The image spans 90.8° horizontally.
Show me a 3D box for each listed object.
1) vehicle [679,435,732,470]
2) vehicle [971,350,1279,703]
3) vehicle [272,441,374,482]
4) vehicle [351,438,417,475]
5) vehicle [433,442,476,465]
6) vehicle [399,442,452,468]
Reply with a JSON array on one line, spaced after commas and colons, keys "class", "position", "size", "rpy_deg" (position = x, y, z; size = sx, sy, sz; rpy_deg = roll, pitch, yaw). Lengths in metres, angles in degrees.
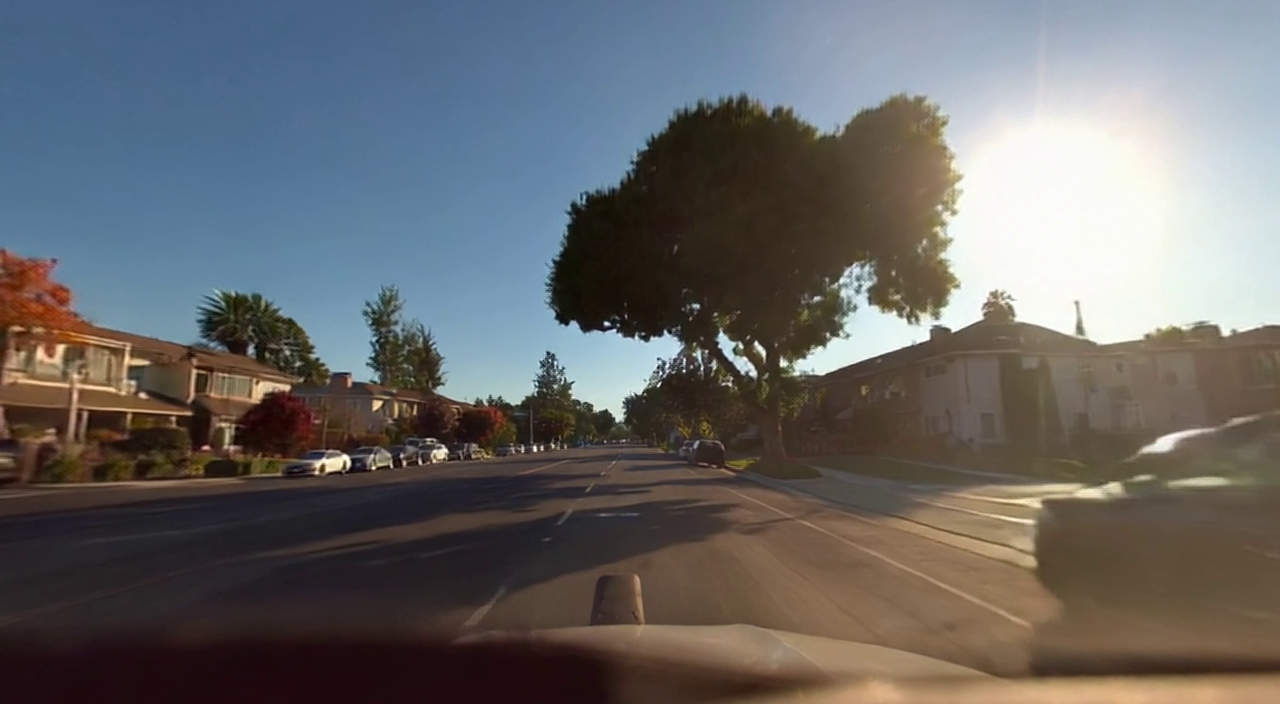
[{"class": "vehicle", "position": [3.395, 5.345, 33.805], "size": [2.221, 1.718, 5.192], "rpy_deg": [0, -8, 0]}, {"class": "vehicle", "position": [3.836, 0.853, 2.624], "size": [1.996, 1.749, 5.217], "rpy_deg": [0, -8, -1]}, {"class": "vehicle", "position": [-13.668, 4.712, 27.546], "size": [2.131, 1.492, 4.310], "rpy_deg": [-1, -6, 2]}, {"class": "vehicle", "position": [-13.715, 5.585, 34.084], "size": [1.844, 1.764, 4.183], "rpy_deg": [-1, -7, 0]}, {"class": "vehicle", "position": [-13.732, 7.502, 46.988], "size": [1.899, 1.474, 4.529], "rpy_deg": [-1, -7, -1]}, {"class": "vehicle", "position": [-13.748, 6.616, 40.761], "size": [1.921, 1.498, 4.460], "rpy_deg": [0, -7, -1]}]
